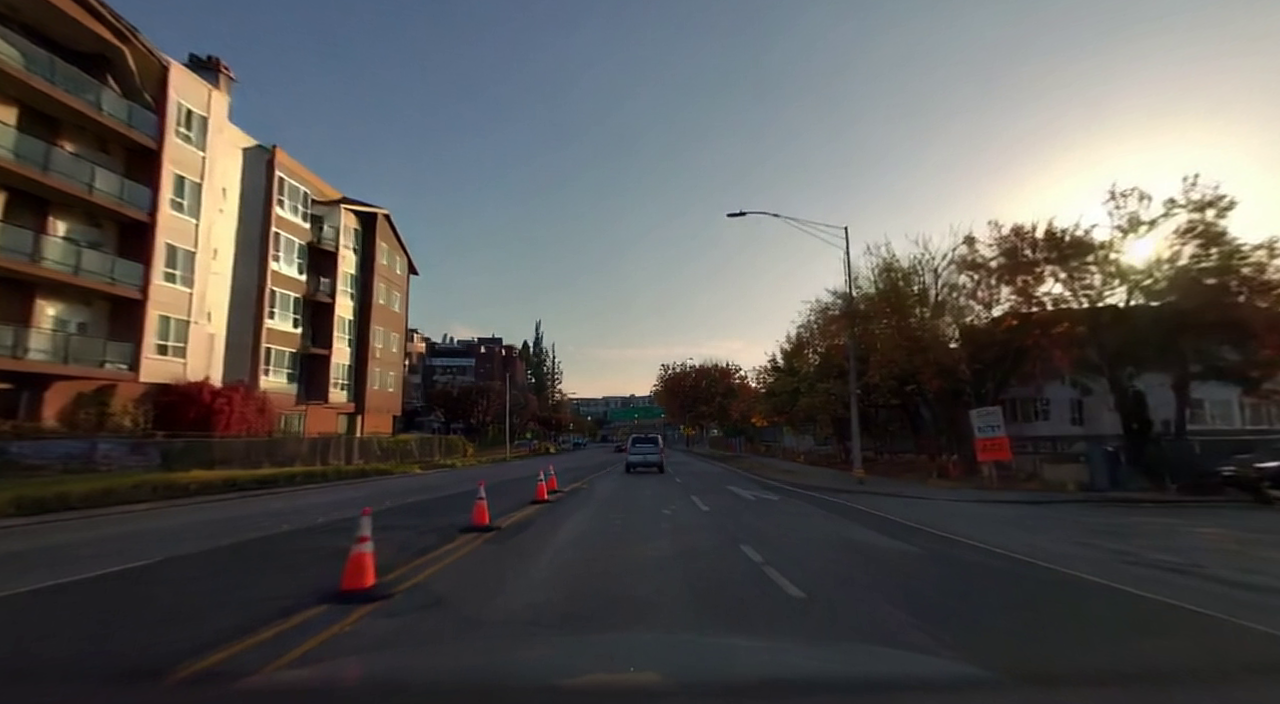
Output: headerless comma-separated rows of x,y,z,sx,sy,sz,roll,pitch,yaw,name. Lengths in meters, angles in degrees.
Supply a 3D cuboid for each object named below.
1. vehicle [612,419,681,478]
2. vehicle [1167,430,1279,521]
0.337,4.354,28.471,2.762,2.309,6.723,0,-8,1,vehicle
14.706,2.618,13.588,4.655,1.798,2.050,0,-8,0,vehicle
